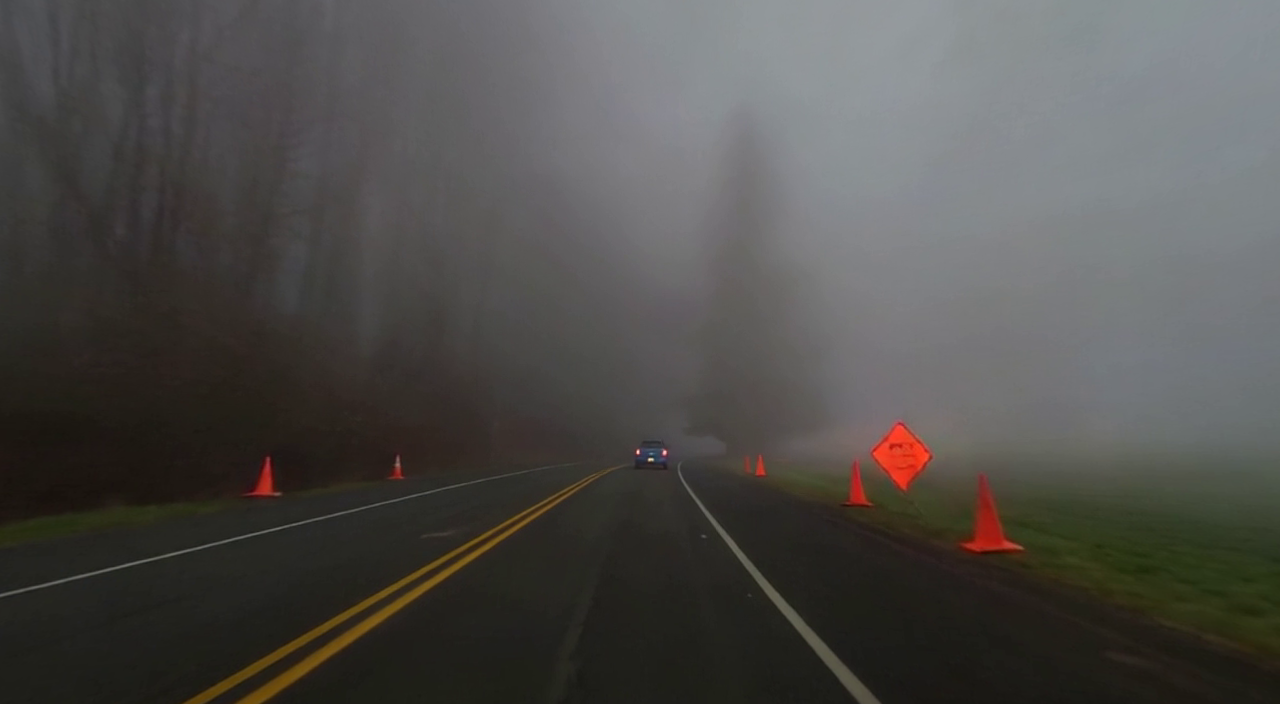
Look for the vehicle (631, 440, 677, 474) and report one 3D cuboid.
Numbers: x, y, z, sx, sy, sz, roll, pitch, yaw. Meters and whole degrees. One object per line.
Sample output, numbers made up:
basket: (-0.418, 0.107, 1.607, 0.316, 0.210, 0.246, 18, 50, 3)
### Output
vehicle: (0.661, 4.945, 29.796, 2.042, 1.489, 3.963, 0, -9, 2)
